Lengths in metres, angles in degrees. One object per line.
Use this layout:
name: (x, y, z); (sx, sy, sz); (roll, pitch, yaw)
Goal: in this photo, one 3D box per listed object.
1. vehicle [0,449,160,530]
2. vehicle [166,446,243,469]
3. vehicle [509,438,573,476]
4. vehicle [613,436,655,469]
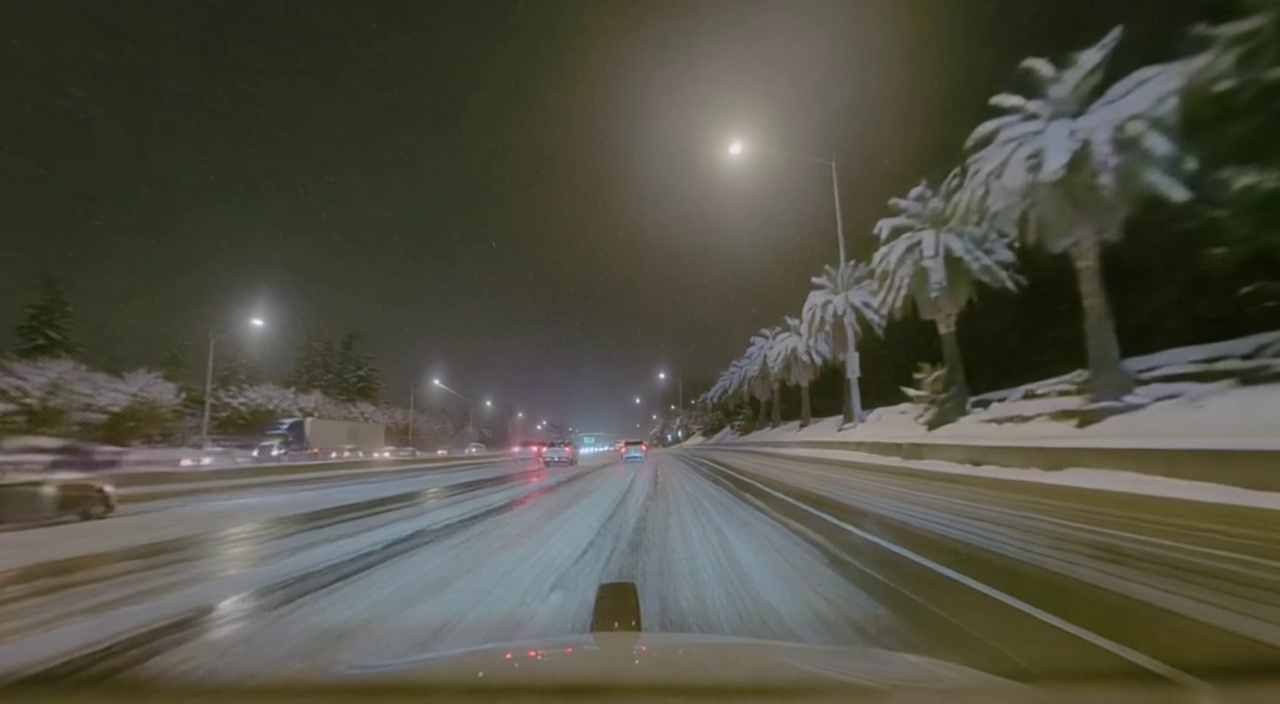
vehicle: (-12.793, 2.740, 12.973); (1.946, 1.473, 4.763); (0, -9, 3)
vehicle: (-29.615, 7.168, 43.162); (1.845, 1.452, 4.553); (-1, -9, 4)
vehicle: (-4.718, 5.092, 30.866); (2.204, 1.677, 4.438); (0, -9, 3)
vehicle: (-0.262, 5.540, 34.920); (2.201, 1.672, 4.128); (0, -9, 2)
